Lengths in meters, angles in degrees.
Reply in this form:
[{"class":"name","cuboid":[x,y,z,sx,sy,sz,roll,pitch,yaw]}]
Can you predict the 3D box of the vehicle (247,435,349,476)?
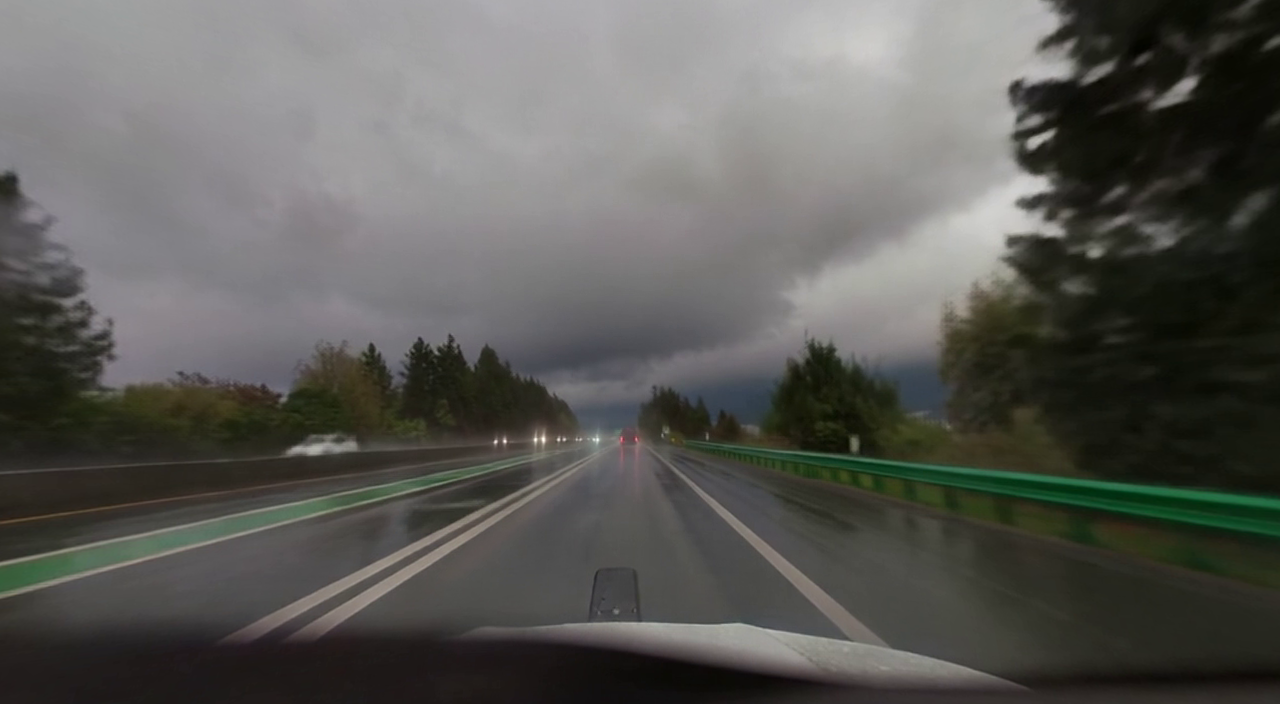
[{"class":"vehicle","cuboid":[-13.190,3.989,24.581,1.753,1.440,3.948,0,-7,0]}]
